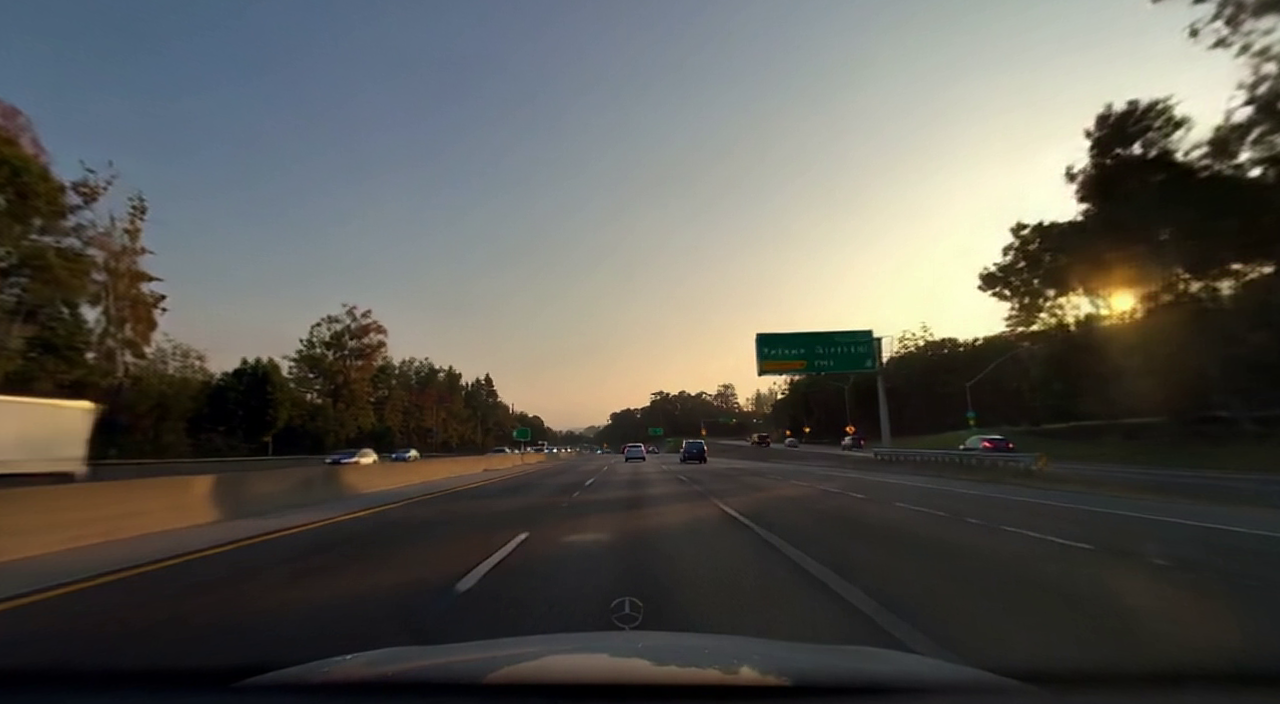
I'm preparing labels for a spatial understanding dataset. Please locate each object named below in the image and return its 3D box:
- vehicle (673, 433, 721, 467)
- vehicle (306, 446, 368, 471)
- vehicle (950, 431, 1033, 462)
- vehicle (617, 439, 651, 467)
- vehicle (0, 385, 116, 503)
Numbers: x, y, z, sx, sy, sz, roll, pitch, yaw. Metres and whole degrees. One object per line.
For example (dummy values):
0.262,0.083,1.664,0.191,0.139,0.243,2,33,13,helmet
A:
3.686,6.453,41.690,2.505,2.020,5.532,0,-8,-1,vehicle
-19.148,6.718,40.075,1.835,1.508,4.220,0,-8,0,vehicle
18.002,4.861,32.540,1.872,1.459,4.502,-1,-8,3,vehicle
-0.374,6.586,41.297,2.105,1.711,4.293,0,-8,0,vehicle
-18.923,2.282,15.573,2.742,3.208,10.824,0,-8,0,vehicle
